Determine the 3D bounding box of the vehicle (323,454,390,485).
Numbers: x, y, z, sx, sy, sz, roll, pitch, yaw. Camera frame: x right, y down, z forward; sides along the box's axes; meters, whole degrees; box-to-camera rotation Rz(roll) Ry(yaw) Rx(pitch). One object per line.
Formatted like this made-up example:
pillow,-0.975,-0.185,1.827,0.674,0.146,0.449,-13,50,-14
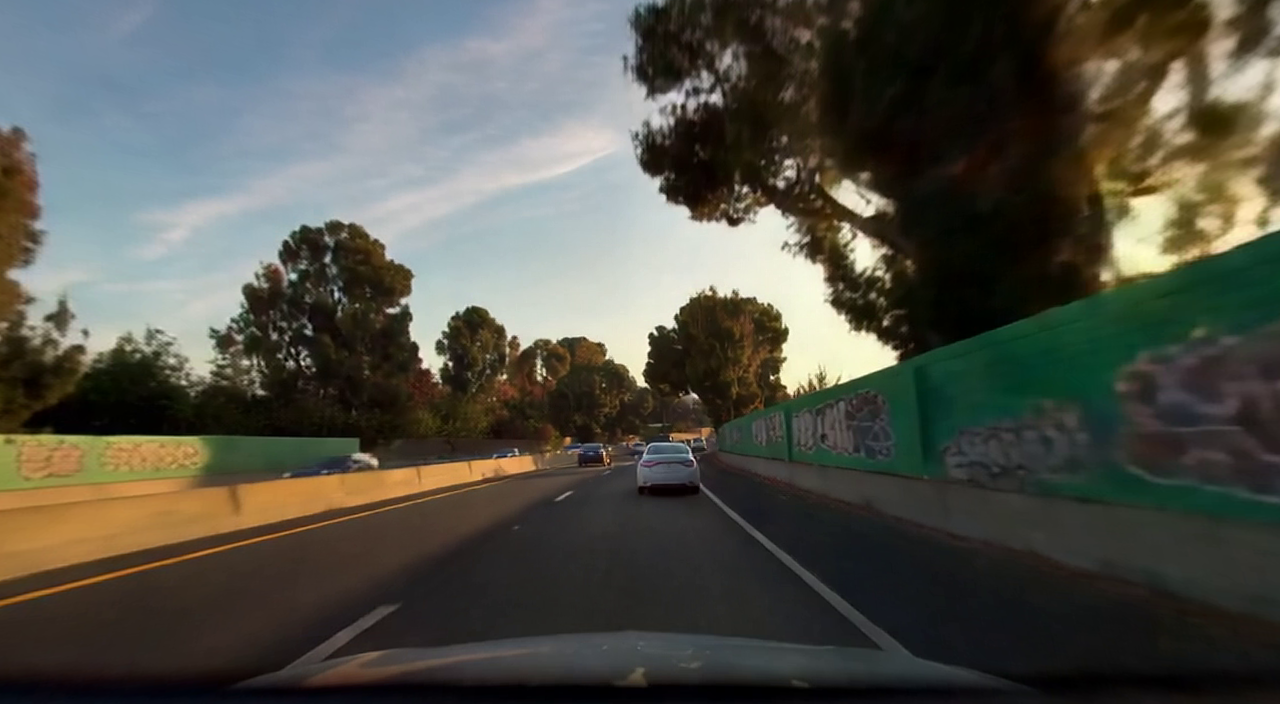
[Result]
vehicle,-14.255,5.880,31.804,1.684,1.412,3.399,0,-8,2

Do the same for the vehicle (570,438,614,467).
vehicle,-2.691,5.734,36.163,2.105,1.571,3.727,-1,-8,3

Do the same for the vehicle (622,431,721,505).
vehicle,0.679,2.733,15.222,2.077,1.533,3.854,0,-8,1
